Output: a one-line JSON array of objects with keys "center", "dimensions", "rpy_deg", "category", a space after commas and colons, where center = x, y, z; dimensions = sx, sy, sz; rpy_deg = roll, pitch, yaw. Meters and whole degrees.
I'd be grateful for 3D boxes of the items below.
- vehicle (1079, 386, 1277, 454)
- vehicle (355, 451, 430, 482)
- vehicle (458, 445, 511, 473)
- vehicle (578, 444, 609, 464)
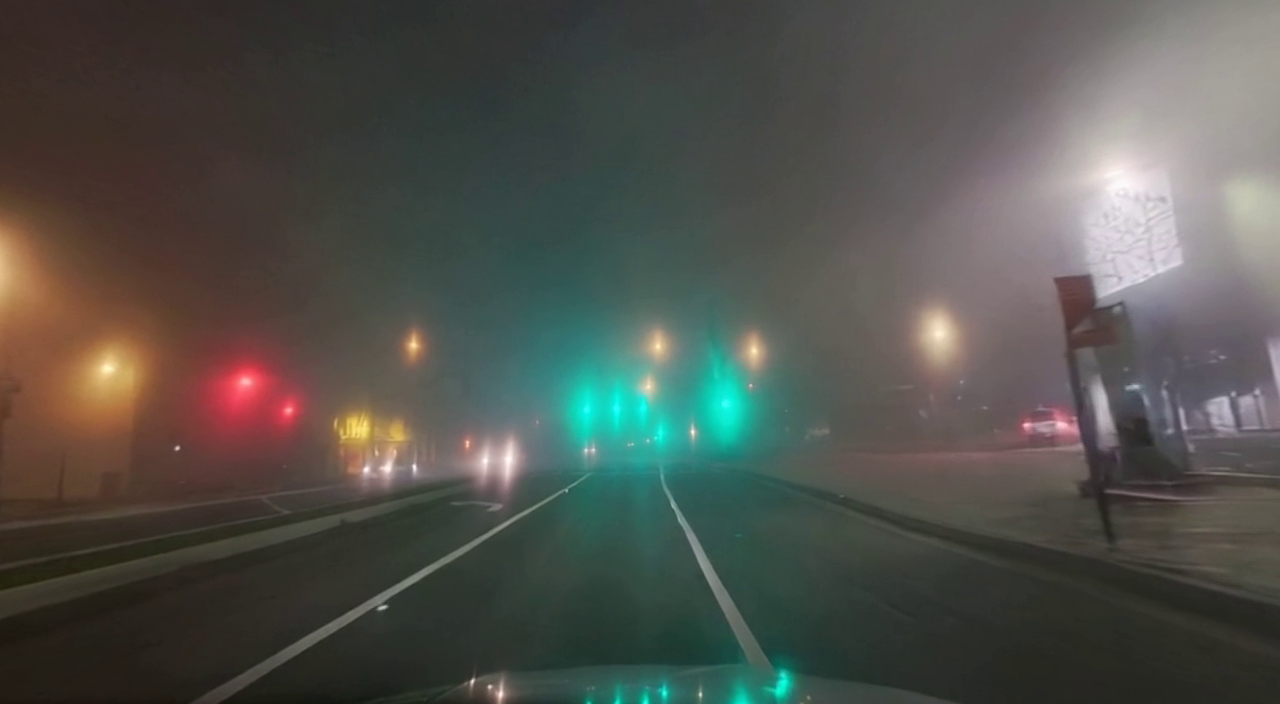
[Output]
[{"center": [15.145, 2.067, 18.264], "dimensions": [1.958, 1.677, 4.860], "rpy_deg": [-1, -9, 8], "category": "vehicle"}, {"center": [-12.820, 5.937, 33.105], "dimensions": [1.949, 1.481, 4.746], "rpy_deg": [0, -9, 1], "category": "vehicle"}, {"center": [-9.483, 6.551, 38.817], "dimensions": [2.010, 1.615, 4.536], "rpy_deg": [0, -9, 1], "category": "vehicle"}, {"center": [-3.539, 7.804, 48.449], "dimensions": [1.962, 1.420, 4.021], "rpy_deg": [0, -9, 1], "category": "vehicle"}]
